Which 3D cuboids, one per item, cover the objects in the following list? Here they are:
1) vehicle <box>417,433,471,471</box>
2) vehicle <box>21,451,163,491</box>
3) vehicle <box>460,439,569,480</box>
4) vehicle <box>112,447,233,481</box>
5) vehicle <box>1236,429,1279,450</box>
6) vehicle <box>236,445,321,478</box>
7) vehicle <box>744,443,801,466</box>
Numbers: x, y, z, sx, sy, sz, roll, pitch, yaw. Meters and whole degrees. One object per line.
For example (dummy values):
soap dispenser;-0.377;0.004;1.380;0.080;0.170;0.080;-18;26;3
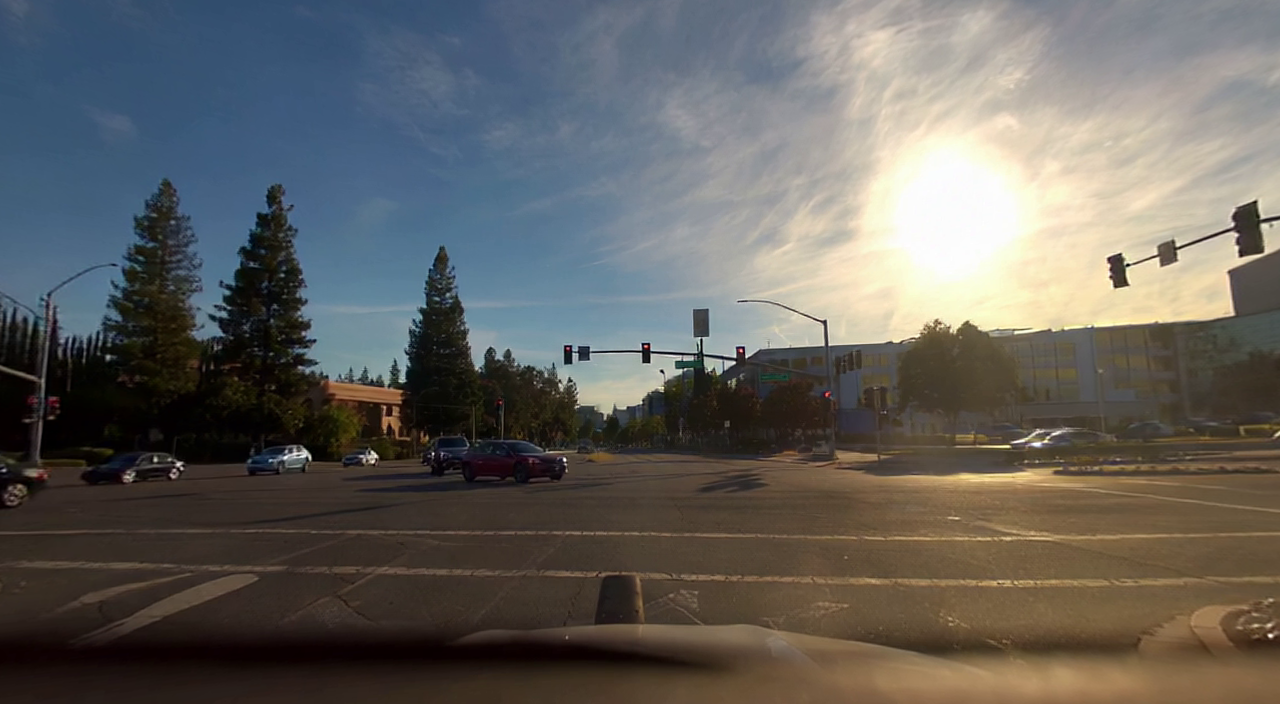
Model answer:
vehicle;-10.716;5.418;34.293;2.017;1.877;4.767;4;-10;-25
vehicle;-22.974;4.969;26.793;1.827;1.461;4.673;0;-9;0
vehicle;-5.130;4.312;25.562;2.135;1.467;4.532;8;-12;-44
vehicle;-27.242;6.528;37.115;2.901;1.827;5.034;-1;-9;6
vehicle;45.683;6.271;45.243;1.786;1.412;4.330;0;-9;0
vehicle;-19.578;5.928;34.499;1.924;1.656;4.593;0;-9;0
vehicle;8.822;6.834;42.398;2.133;1.437;4.420;2;-9;-11
